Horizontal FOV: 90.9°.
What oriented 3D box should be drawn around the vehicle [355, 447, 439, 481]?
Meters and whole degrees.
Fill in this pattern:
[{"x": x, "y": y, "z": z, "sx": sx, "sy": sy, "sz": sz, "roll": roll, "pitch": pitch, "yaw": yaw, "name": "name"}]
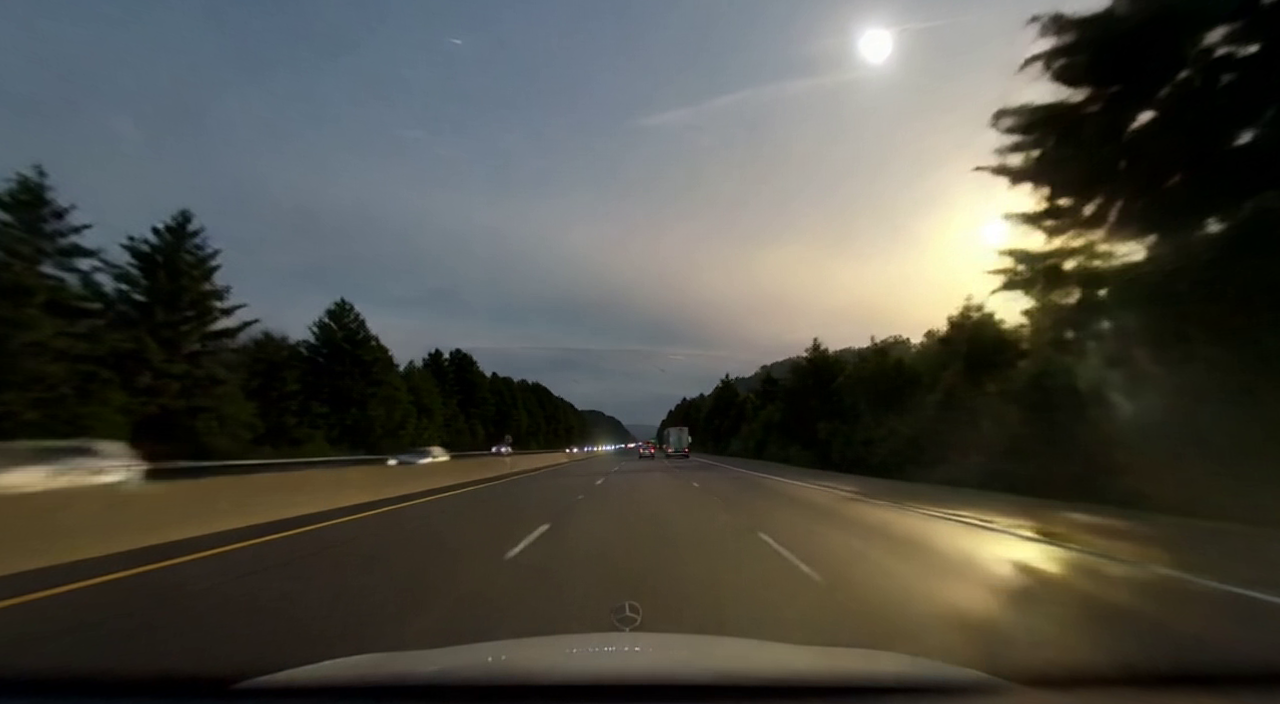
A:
[{"x": -11.631, "y": 5.384, "z": 30.621, "sx": 2.028, "sy": 1.479, "sz": 5.058, "roll": 0, "pitch": -9, "yaw": 0, "name": "vehicle"}]
